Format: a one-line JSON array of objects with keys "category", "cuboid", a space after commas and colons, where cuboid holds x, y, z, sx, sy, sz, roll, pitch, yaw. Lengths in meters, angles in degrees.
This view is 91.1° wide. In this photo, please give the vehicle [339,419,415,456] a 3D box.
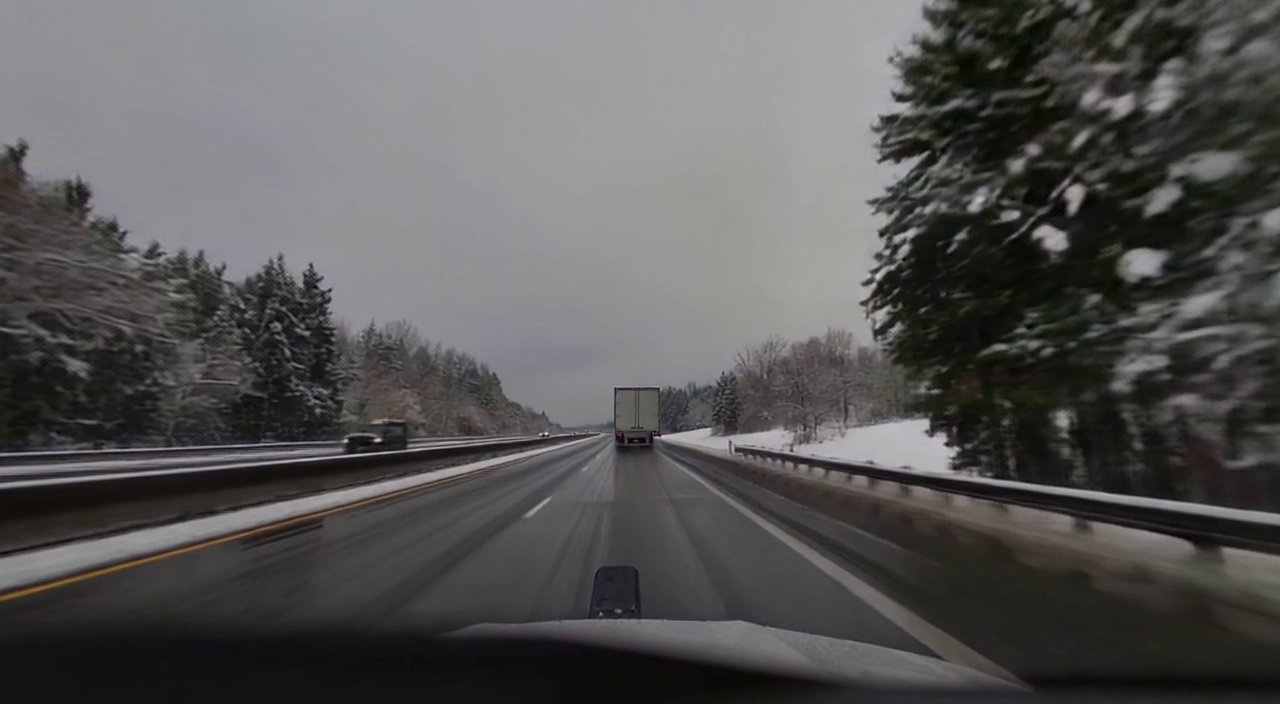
[{"category": "vehicle", "cuboid": [-14.987, 4.916, 36.137, 2.112, 1.931, 5.092, 0, -8, 0]}]

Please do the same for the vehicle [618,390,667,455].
[{"category": "vehicle", "cuboid": [0.021, 5.113, 44.511, 3.013, 4.016, 11.496, 0, -8, -1]}]
